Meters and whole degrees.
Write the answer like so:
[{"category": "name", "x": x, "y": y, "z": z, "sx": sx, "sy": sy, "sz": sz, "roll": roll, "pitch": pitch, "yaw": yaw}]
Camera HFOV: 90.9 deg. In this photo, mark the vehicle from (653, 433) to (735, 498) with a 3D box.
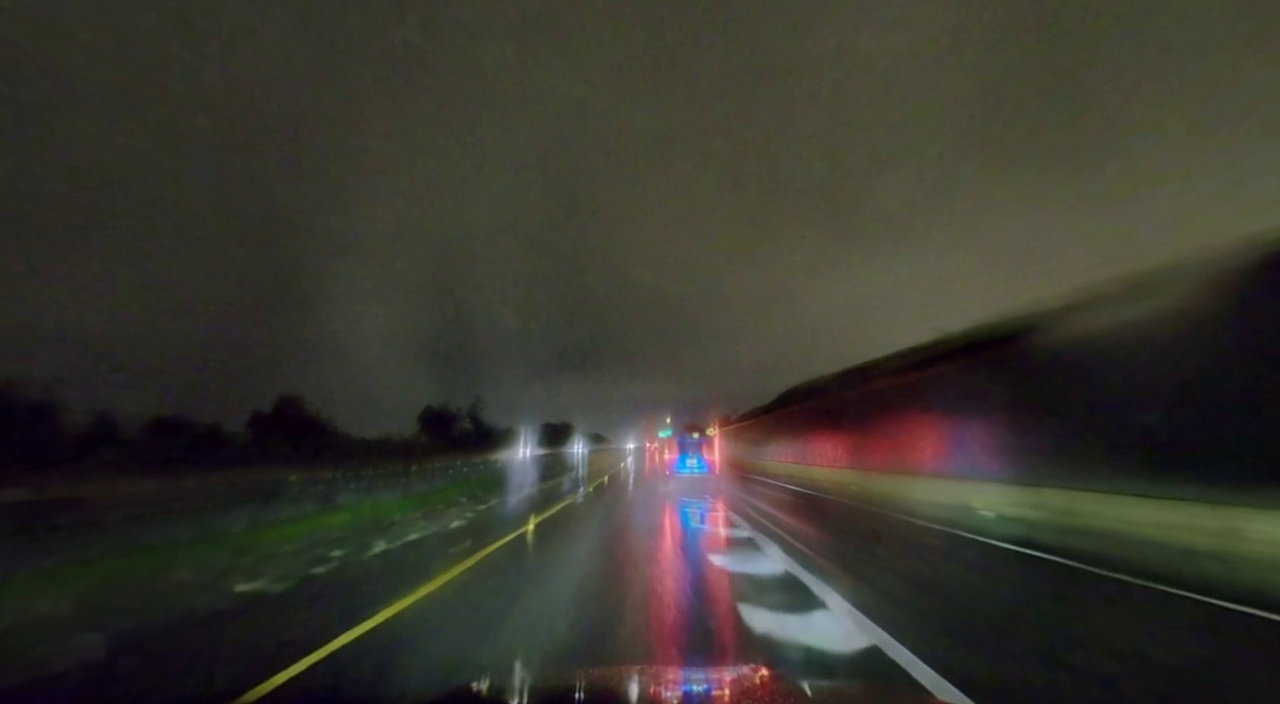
[{"category": "vehicle", "x": 1.506, "y": 3.352, "z": 19.055, "sx": 2.143, "sy": 1.693, "sz": 4.513, "roll": -1, "pitch": -8, "yaw": 2}]
